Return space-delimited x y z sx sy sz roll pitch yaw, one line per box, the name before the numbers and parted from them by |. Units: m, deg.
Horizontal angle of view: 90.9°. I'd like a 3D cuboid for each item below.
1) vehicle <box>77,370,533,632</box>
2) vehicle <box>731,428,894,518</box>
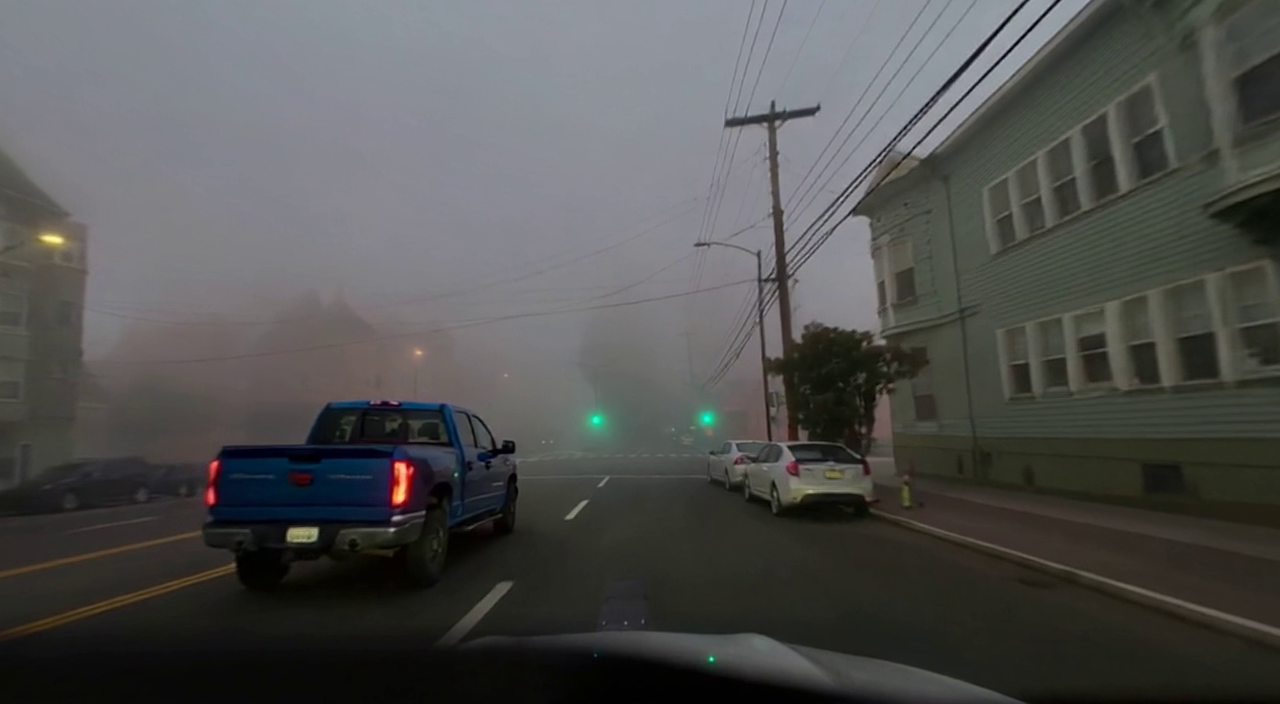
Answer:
vehicle | -2.899 1.477 7.305 2.242 1.890 5.306 -1 -9 1
vehicle | 3.240 2.379 12.908 2.012 1.491 4.333 0 -9 -1
